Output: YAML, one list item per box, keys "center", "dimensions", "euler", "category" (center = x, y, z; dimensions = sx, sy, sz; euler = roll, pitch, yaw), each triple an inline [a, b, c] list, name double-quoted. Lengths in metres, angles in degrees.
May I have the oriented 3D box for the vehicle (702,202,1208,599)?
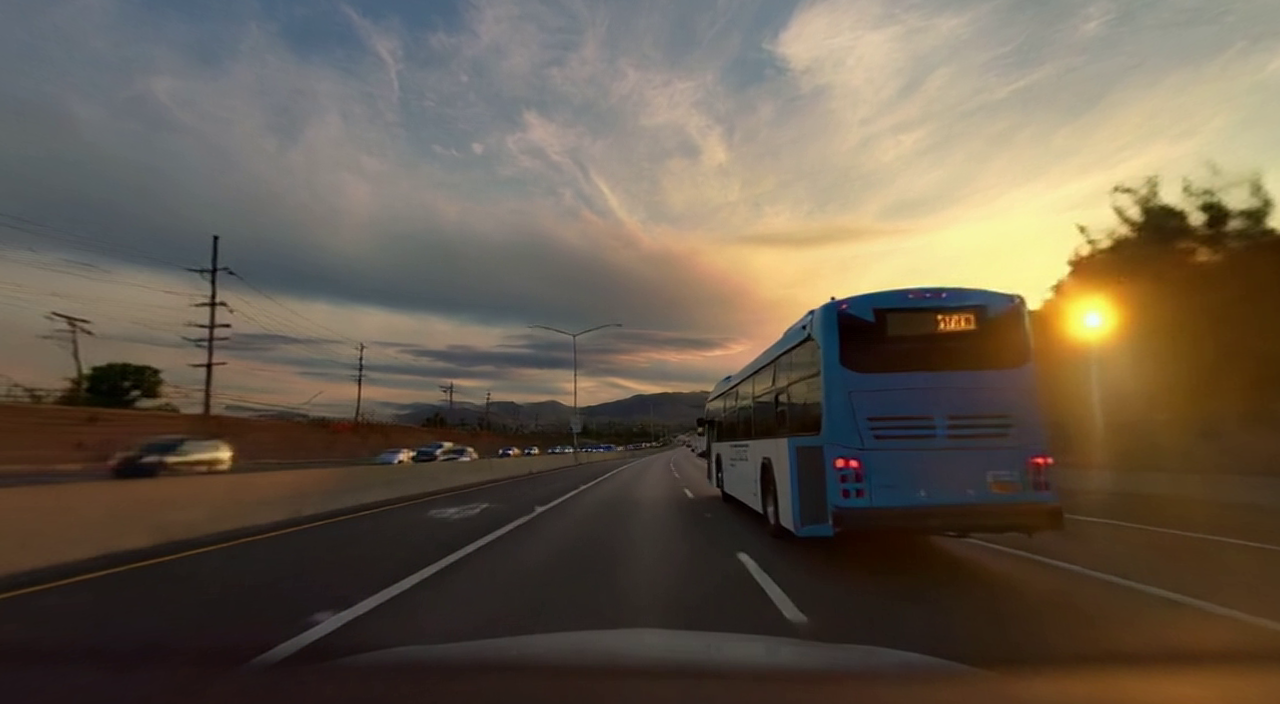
- center: [3.449, 1.445, 12.938]
  dimensions: [3.144, 3.580, 14.591]
  euler: [0, -9, 1]
  category: "vehicle"

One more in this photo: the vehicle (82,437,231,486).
- center: [-21.396, 4.859, 28.397]
  dimensions: [2.115, 1.932, 5.596]
  euler: [-1, -9, 2]
  category: "vehicle"

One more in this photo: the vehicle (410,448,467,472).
- center: [-13.691, 7.339, 43.183]
  dimensions: [2.099, 1.471, 4.756]
  euler: [-1, -9, 3]
  category: "vehicle"
